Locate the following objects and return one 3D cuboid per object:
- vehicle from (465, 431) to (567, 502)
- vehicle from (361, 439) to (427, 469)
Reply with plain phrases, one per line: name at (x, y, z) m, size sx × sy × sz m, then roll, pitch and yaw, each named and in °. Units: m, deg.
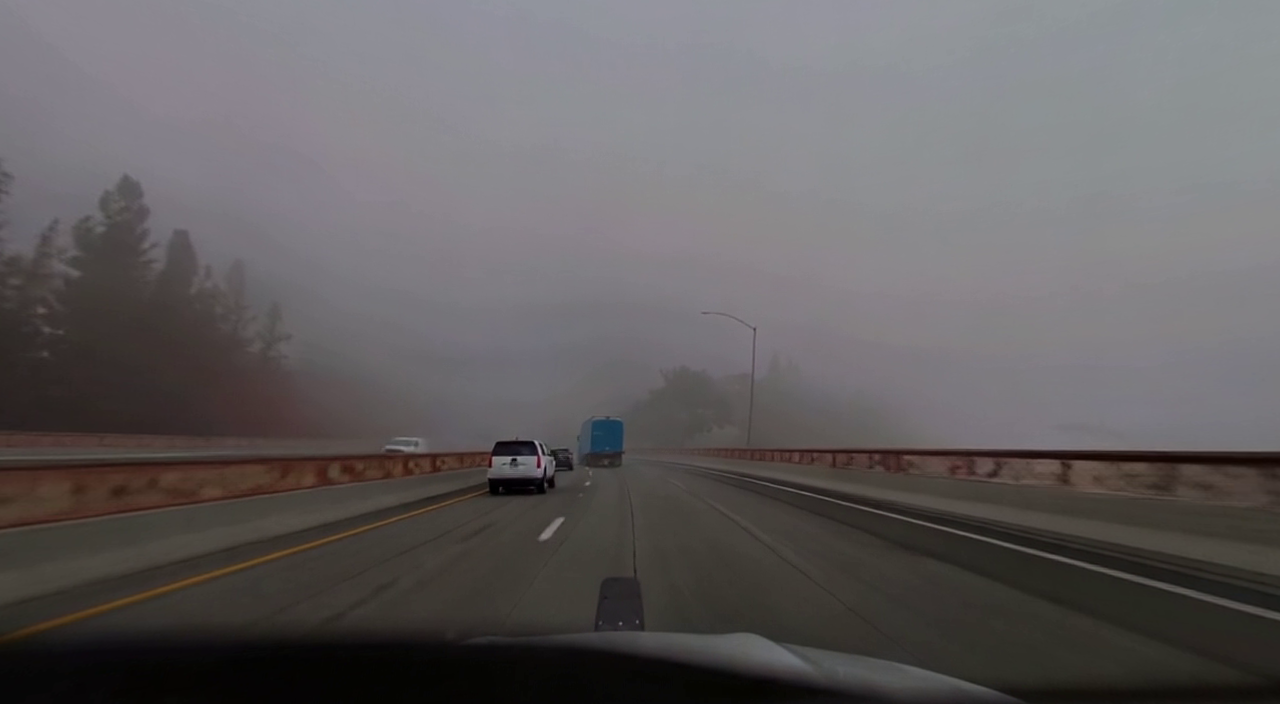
vehicle at (-3.356, 3.195, 17.925) m, size 2.041 × 1.734 × 4.391 m, roll 0°, pitch -9°, yaw -1°
vehicle at (-14.383, 5.982, 37.128) m, size 2.187 × 1.625 × 4.614 m, roll 1°, pitch -9°, yaw -2°
